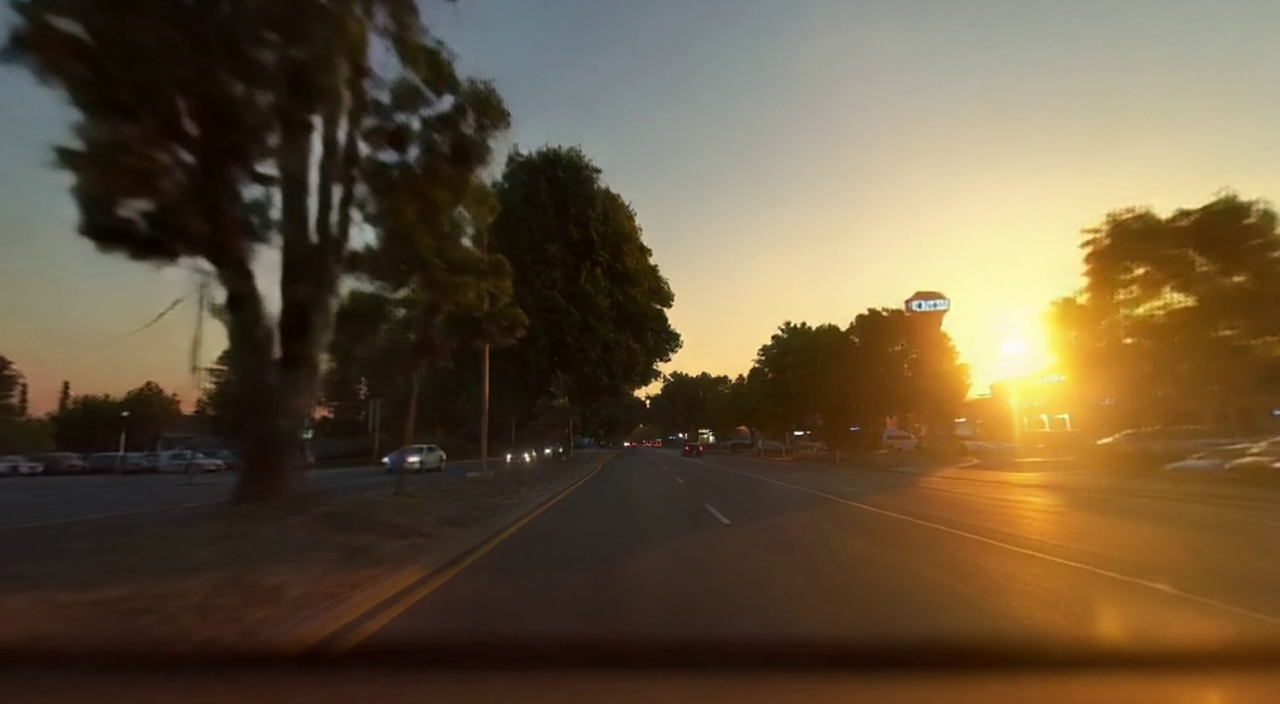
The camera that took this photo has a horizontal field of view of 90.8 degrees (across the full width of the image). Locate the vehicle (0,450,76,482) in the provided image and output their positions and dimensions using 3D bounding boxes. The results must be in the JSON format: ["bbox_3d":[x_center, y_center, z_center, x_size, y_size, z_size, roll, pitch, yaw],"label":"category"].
[{"bbox_3d":[-30.639,5.500,30.620,4.742,1.459,1.867,0,-8,-1],"label":"vehicle"}]

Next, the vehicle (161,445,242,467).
[{"bbox_3d":[-30.973,7.336,44.715,4.308,1.474,1.917,0,-8,-1],"label":"vehicle"}]

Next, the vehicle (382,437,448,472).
[{"bbox_3d":[-11.952,5.461,33.833,1.985,1.715,4.330,0,-8,-1],"label":"vehicle"}]

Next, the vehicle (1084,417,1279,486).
[{"bbox_3d":[19.171,3.487,22.613,2.232,2.008,5.812,-3,-8,0],"label":"vehicle"}]

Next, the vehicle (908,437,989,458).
[{"bbox_3d":[22.221,6.891,45.623,4.724,1.471,2.203,0,-8,-1],"label":"vehicle"}]

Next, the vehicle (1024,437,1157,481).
[{"bbox_3d":[16.419,3.879,23.369,1.892,1.421,4.556,-2,-8,6],"label":"vehicle"}]
